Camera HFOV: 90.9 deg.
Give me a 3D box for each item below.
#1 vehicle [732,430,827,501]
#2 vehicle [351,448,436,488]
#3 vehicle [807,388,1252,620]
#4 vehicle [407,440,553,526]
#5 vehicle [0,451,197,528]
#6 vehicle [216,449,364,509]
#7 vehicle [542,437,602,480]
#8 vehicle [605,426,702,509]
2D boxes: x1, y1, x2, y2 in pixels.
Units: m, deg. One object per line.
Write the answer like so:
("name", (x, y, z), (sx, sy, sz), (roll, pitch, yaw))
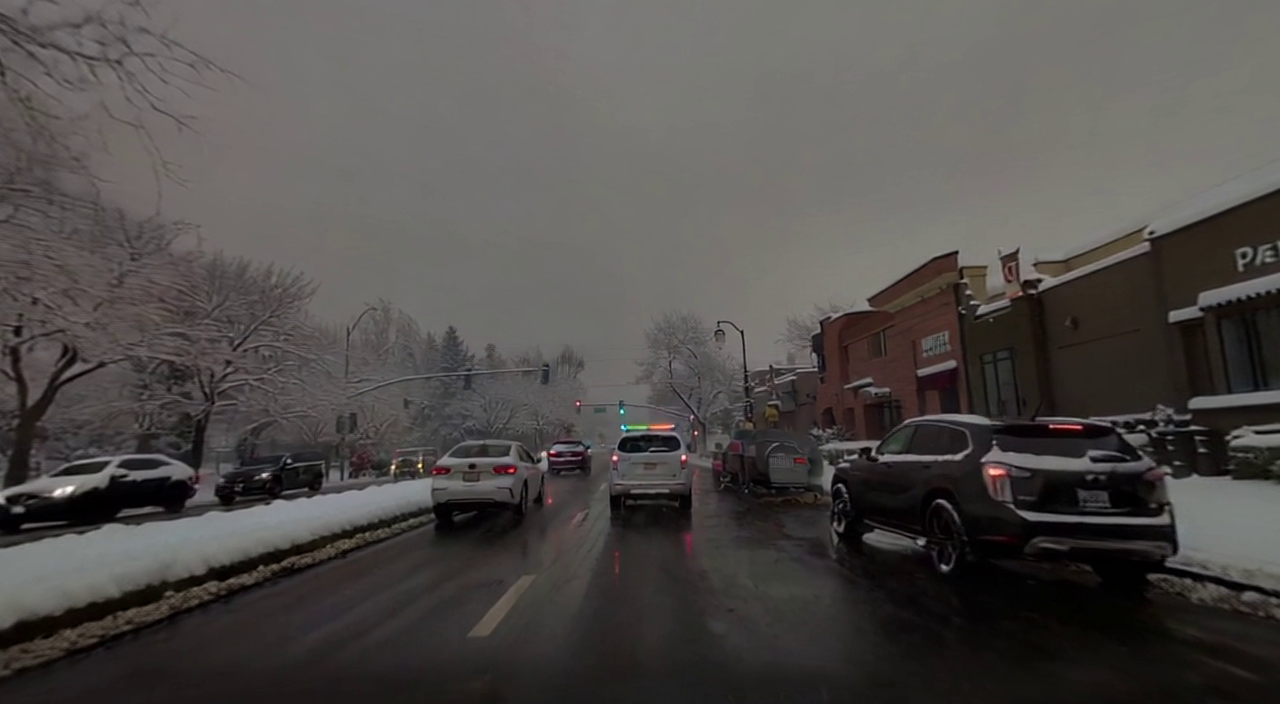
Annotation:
("vehicle", (4.040, 3.355, 19.032), (2.025, 1.813, 4.372), (2, -8, 2))
("vehicle", (-10.827, 5.092, 28.071), (1.858, 1.577, 4.593), (0, -8, 1))
("vehicle", (4.039, 1.699, 8.228), (2.038, 1.865, 5.786), (2, -9, -1))
("vehicle", (-3.067, 2.592, 13.105), (1.908, 1.474, 4.257), (0, -8, 0))
("vehicle", (-14.447, 3.579, 16.967), (2.056, 1.619, 4.270), (-4, -8, -1))
("vehicle", (-10.844, 3.919, 20.016), (2.158, 1.494, 4.480), (-4, -9, 1))
("vehicle", (-3.038, 4.884, 29.185), (2.135, 1.806, 4.514), (0, -8, 2))
("vehicle", (0.309, 2.776, 15.571), (2.075, 1.770, 4.018), (0, -8, 0))
